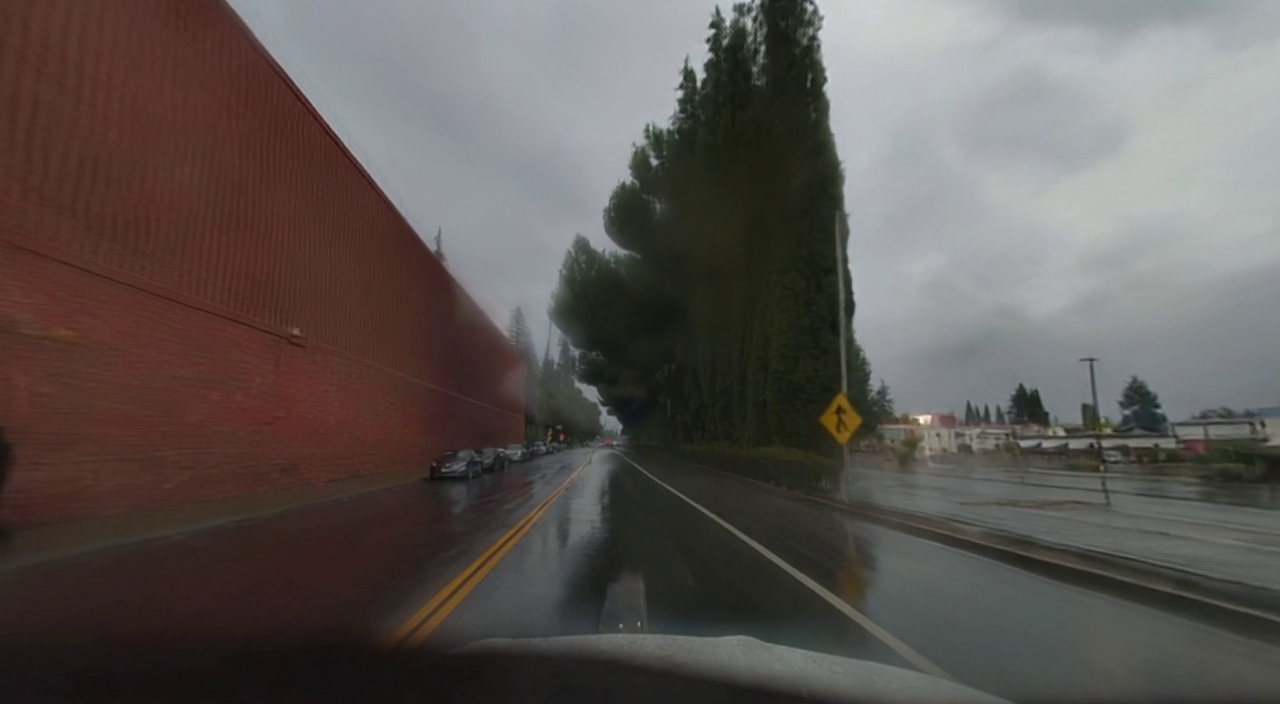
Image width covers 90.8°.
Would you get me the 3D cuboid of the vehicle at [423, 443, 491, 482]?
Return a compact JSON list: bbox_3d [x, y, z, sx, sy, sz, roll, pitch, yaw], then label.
[{"bbox_3d":[-8.088,4.902,28.359,1.899,1.485,4.593,2,-8,-3],"label":"vehicle"}]
